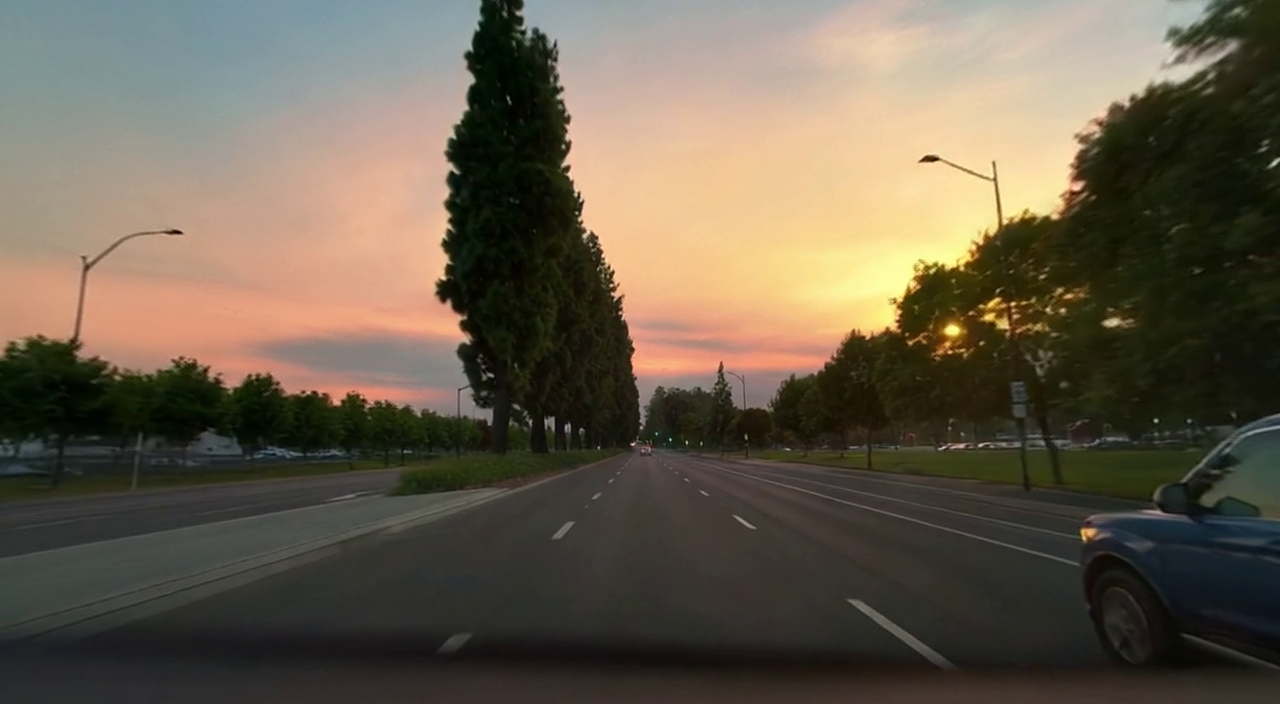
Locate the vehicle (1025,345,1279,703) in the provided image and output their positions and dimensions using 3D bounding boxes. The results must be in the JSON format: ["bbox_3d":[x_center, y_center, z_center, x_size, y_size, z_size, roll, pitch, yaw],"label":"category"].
[{"bbox_3d":[3.711,0.736,1.780,2.087,1.759,5.040,0,-8,1],"label":"vehicle"}]
